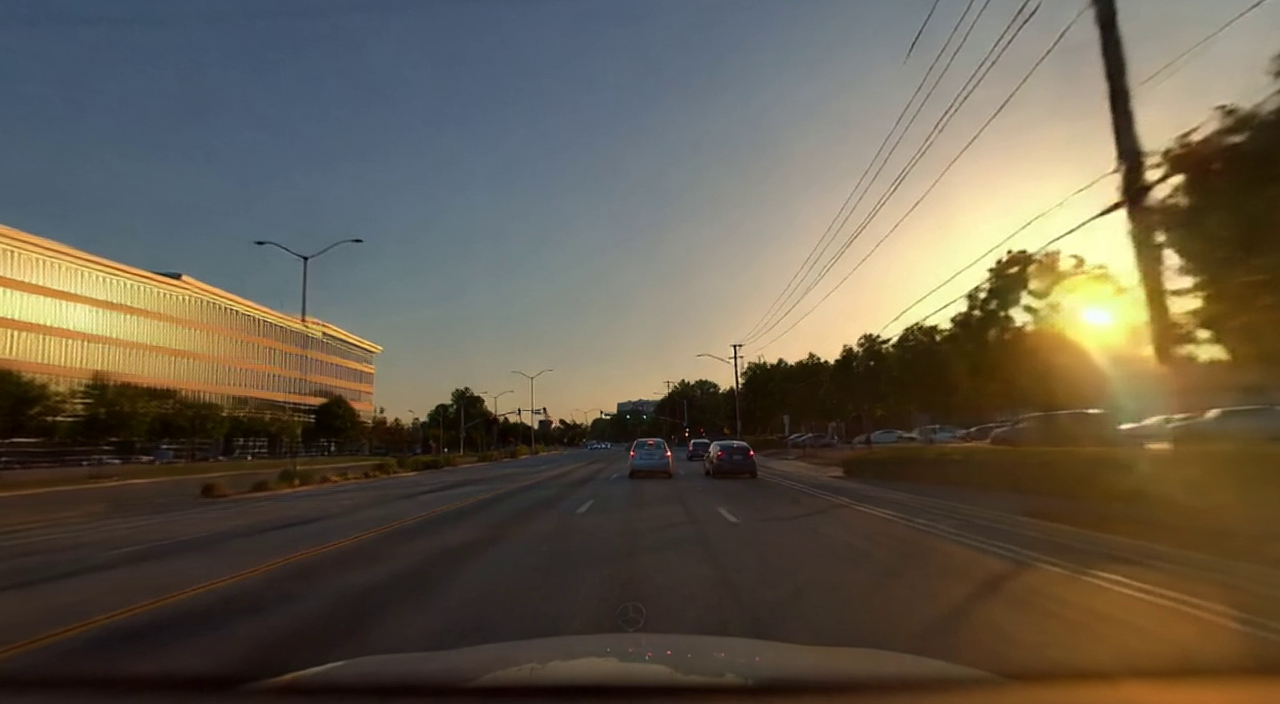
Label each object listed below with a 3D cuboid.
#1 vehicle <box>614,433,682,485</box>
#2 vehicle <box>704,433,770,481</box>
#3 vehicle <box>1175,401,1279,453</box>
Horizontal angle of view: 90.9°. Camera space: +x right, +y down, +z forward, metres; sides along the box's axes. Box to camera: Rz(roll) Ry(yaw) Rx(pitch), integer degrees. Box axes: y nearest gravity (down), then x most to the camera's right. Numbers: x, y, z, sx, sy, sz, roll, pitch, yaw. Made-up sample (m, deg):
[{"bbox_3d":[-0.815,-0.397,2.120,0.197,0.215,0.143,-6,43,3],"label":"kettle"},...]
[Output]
[{"bbox_3d":[0.290,3.753,22.462,2.200,1.653,4.127,0,-8,1],"label":"vehicle"},{"bbox_3d":[3.684,4.045,24.657,1.914,1.698,4.049,0,-8,0],"label":"vehicle"},{"bbox_3d":[20.649,2.454,20.352,1.943,1.617,4.713,3,-9,-16],"label":"vehicle"}]
